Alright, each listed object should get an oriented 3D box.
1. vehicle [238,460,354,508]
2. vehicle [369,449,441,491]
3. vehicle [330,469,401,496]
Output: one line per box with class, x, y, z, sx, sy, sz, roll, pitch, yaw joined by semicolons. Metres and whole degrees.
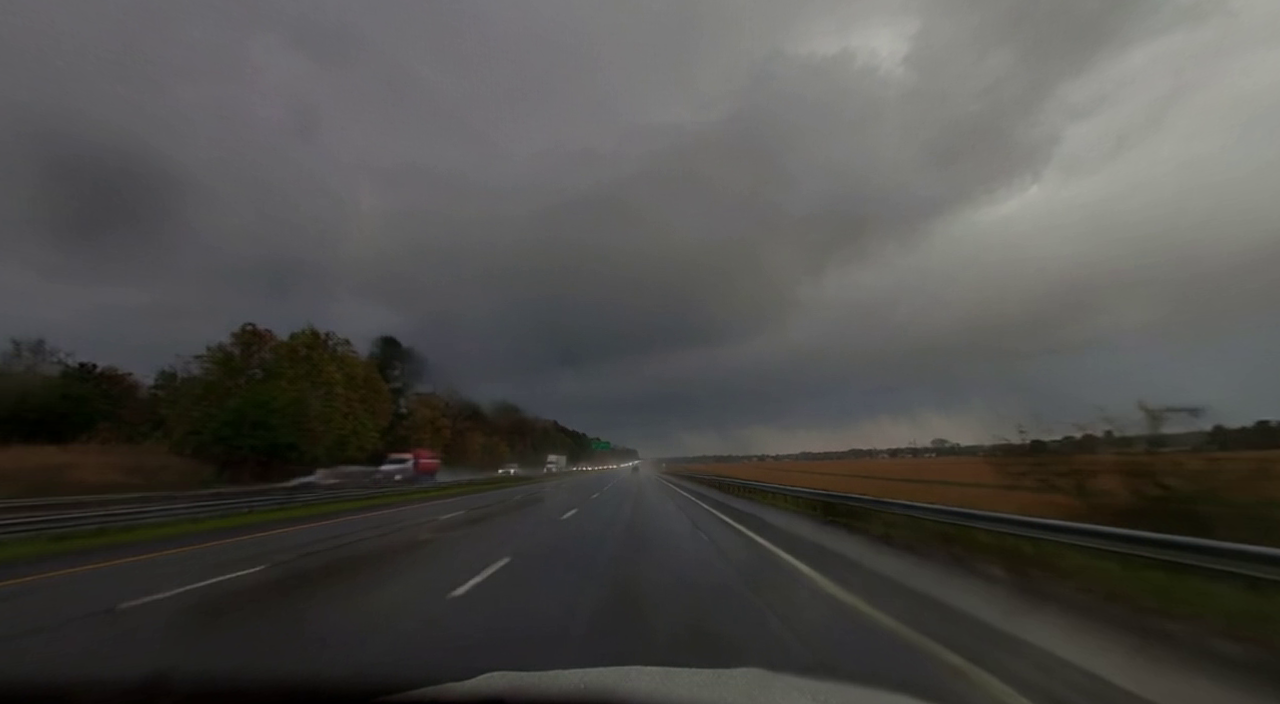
vehicle;-11.578;4.471;21.540;1.784;1.437;3.855;1;-10;0
vehicle;-16.444;8.343;44.548;2.614;2.682;5.913;0;-10;2
vehicle;-16.392;7.793;37.921;2.063;1.449;4.723;1;-10;0
